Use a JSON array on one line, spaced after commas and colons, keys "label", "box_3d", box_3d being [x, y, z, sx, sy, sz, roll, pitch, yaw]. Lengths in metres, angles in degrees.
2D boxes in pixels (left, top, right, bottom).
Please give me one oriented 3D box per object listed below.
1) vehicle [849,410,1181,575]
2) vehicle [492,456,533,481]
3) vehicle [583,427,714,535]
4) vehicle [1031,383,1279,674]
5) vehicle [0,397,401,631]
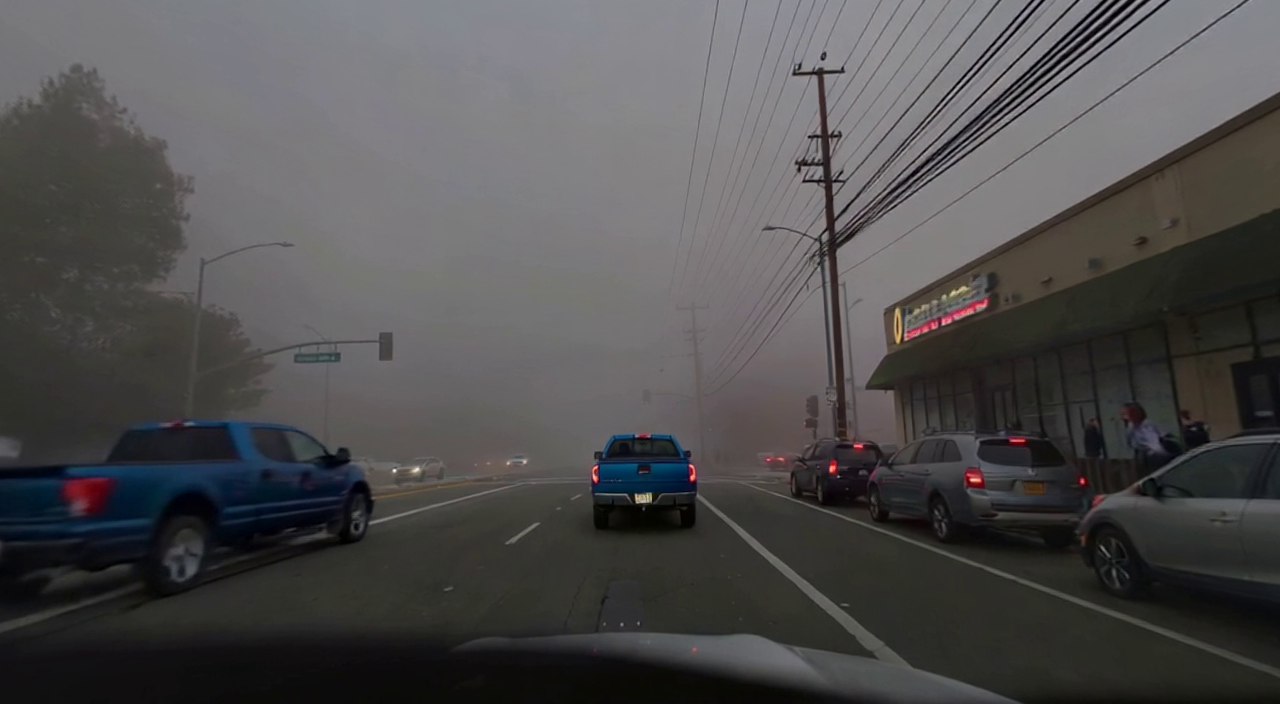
[{"label": "vehicle", "box_3d": [4.933, 1.911, 9.408, 2.007, 1.786, 4.870, 0, -9, 1]}, {"label": "vehicle", "box_3d": [-9.048, 8.288, 45.079, 1.968, 1.654, 4.292, 0, -9, 1]}, {"label": "vehicle", "box_3d": [0.153, 2.421, 12.453, 2.089, 1.699, 4.650, 0, -9, 0]}, {"label": "vehicle", "box_3d": [4.906, 1.089, 3.892, 2.014, 1.755, 4.520, 0, -9, 0]}, {"label": "vehicle", "box_3d": [-5.168, 1.622, 7.495, 2.140, 1.768, 5.092, -1, -9, 7]}]
